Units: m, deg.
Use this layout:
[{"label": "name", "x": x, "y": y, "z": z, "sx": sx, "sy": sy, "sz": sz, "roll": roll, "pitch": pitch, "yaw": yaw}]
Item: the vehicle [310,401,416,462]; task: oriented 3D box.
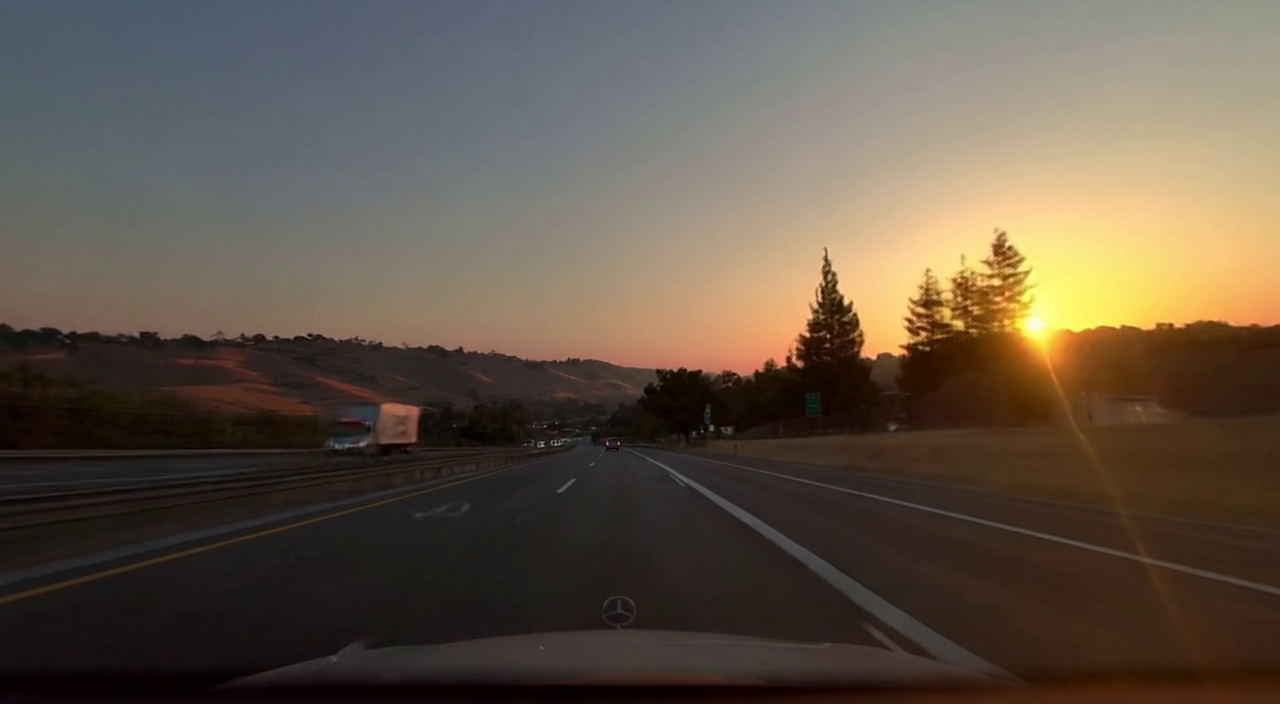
[{"label": "vehicle", "x": -15.510, "y": 4.629, "z": 35.994, "sx": 2.776, "sy": 3.088, "sz": 7.592, "roll": 0, "pitch": -9, "yaw": -2}]
